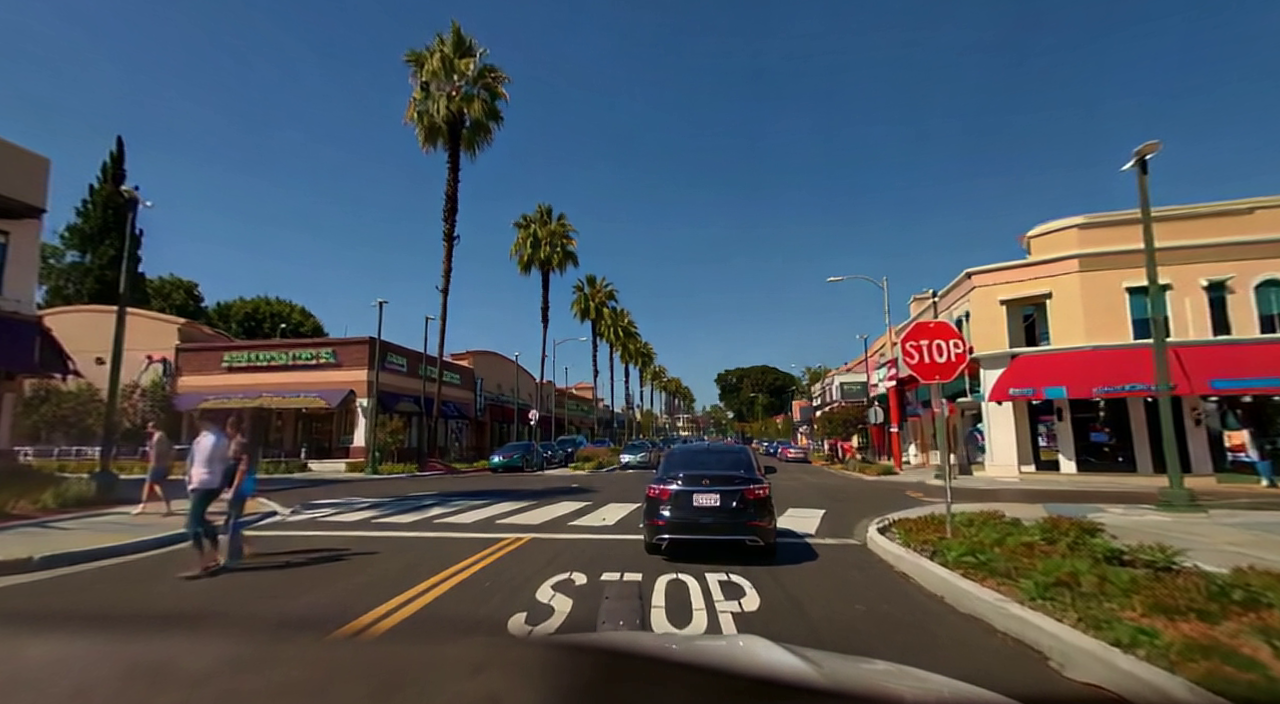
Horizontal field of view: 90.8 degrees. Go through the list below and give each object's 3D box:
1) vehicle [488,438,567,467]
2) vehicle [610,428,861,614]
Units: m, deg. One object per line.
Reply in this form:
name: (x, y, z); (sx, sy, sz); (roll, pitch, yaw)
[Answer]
vehicle: (-7.089, 6.368, 40.075); (4.529, 1.682, 1.895); (6, -11, -36)
vehicle: (0.935, 1.677, 7.211); (2.031, 1.479, 3.969); (-1, -9, 5)
